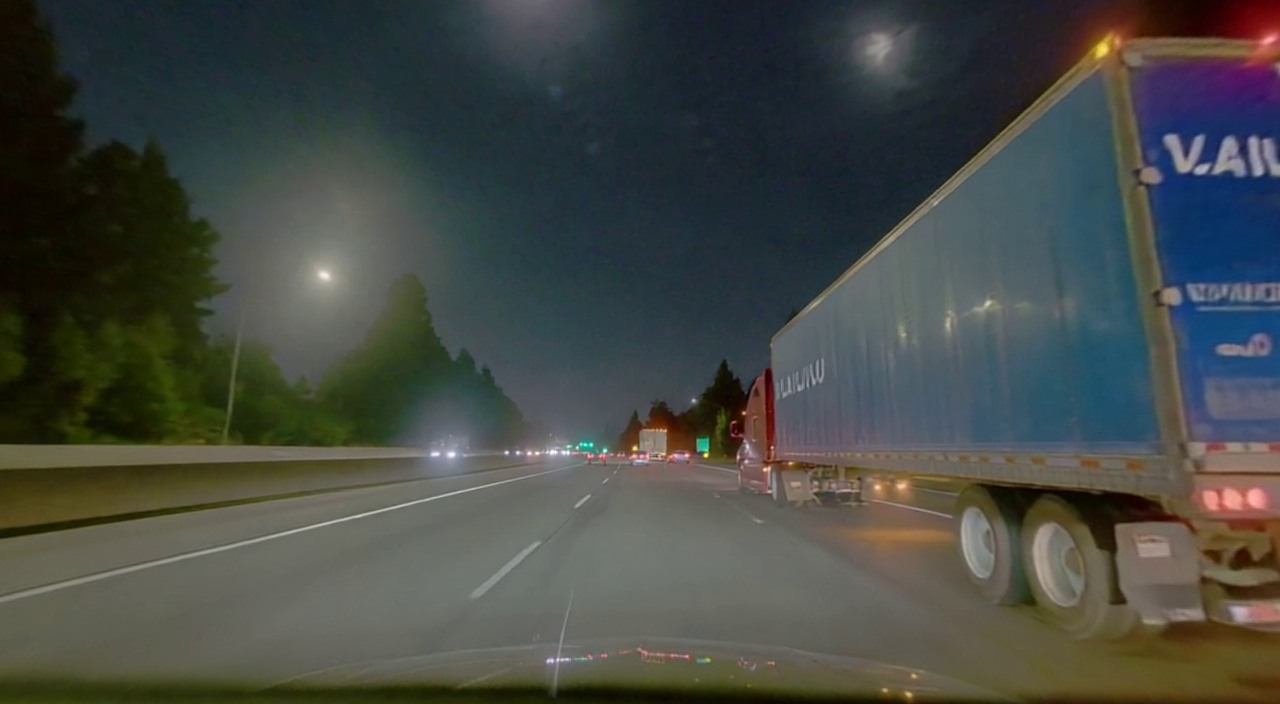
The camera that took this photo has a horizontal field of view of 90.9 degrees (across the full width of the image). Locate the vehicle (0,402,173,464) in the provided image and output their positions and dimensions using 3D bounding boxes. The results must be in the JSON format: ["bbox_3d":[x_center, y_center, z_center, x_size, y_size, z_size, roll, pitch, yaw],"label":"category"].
[{"bbox_3d":[-41.779,5.768,44.104,3.143,4.022,14.844,-4,-10,22],"label":"vehicle"}]

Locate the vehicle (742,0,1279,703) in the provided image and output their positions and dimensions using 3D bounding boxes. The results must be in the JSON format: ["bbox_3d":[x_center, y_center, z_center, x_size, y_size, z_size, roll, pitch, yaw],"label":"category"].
[{"bbox_3d":[4.426,0.963,10.537,2.847,4.075,14.244,0,-9,-1],"label":"vehicle"}]
